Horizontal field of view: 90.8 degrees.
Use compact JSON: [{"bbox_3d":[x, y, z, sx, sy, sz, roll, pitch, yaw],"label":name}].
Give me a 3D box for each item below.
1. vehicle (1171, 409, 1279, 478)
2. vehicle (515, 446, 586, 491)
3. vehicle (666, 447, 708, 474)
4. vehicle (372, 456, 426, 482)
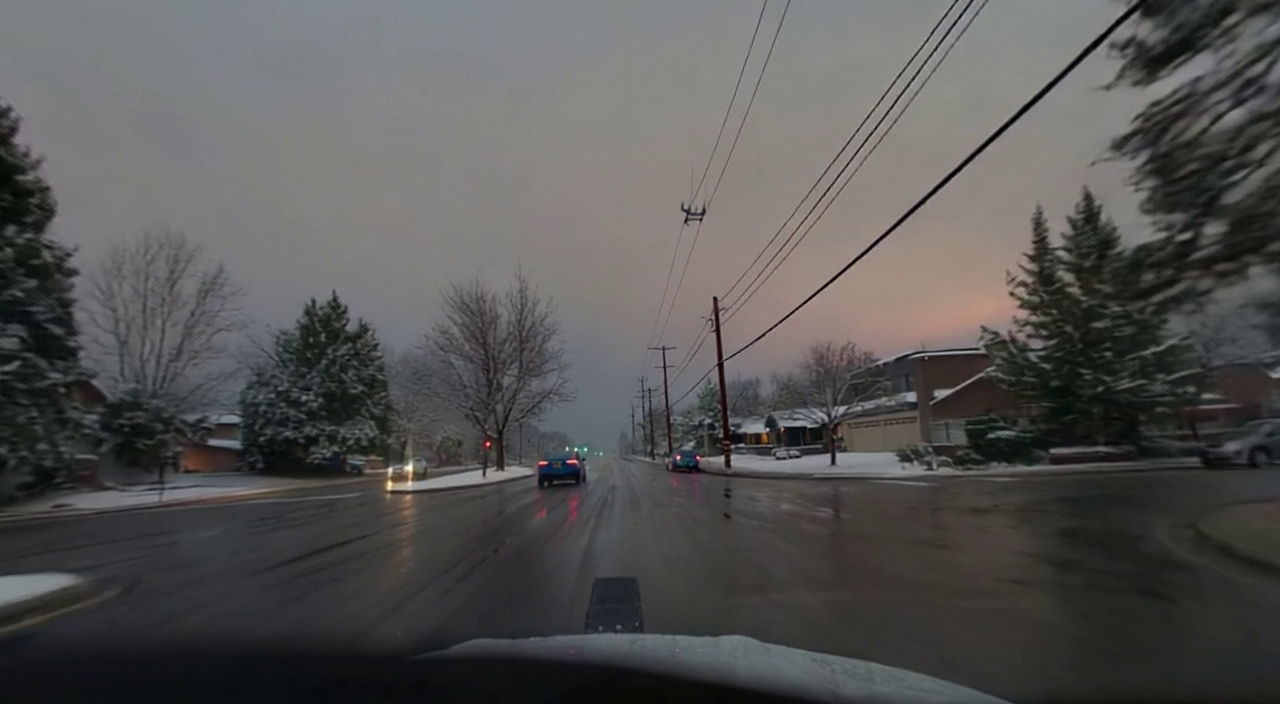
[{"bbox_3d":[23.976,3.250,23.493,6.003,2.088,2.658,-5,-7,-2],"label":"vehicle"},{"bbox_3d":[-3.219,4.298,23.670,2.041,1.471,4.602,0,-9,-1],"label":"vehicle"},{"bbox_3d":[2.760,6.546,38.335,2.074,1.450,4.621,0,-9,-2],"label":"vehicle"},{"bbox_3d":[-16.132,7.818,42.482,2.143,1.524,4.408,0,-9,-4],"label":"vehicle"}]
